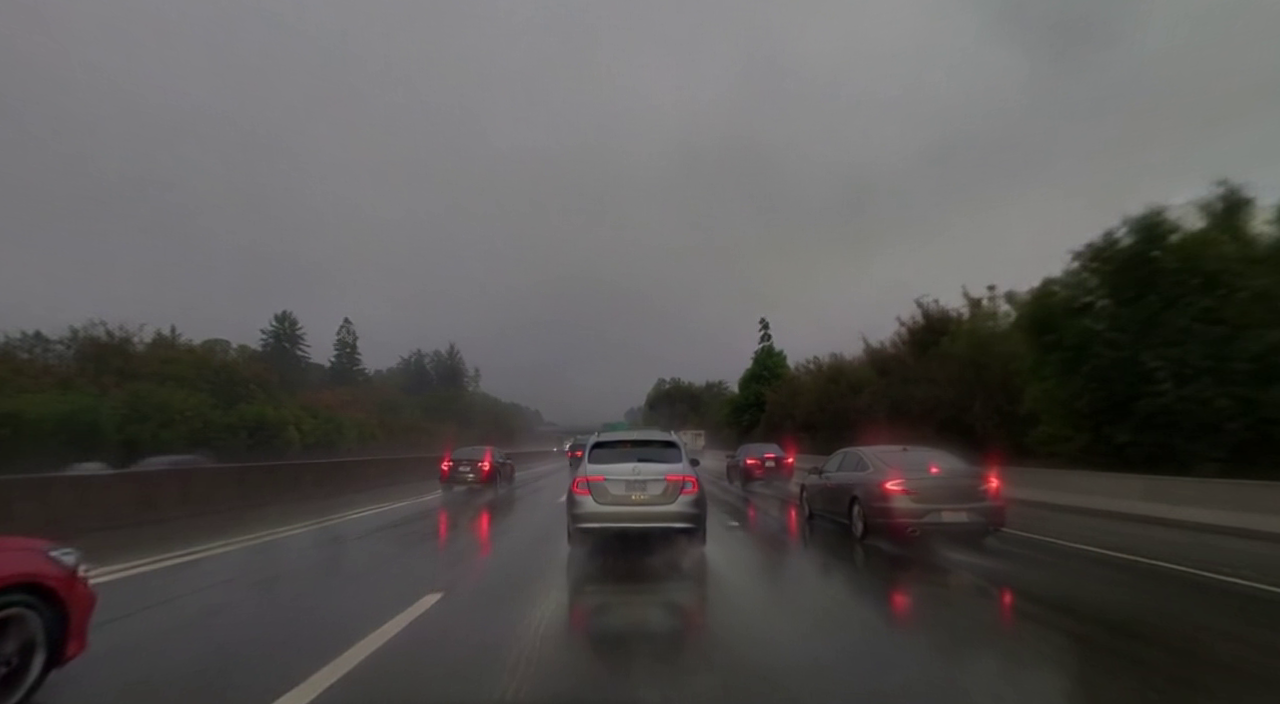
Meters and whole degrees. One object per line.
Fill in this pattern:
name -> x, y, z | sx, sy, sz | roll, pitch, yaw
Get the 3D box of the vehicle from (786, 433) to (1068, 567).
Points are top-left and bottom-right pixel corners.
vehicle -> 3.677, 1.976, 9.210 | 1.953, 1.434, 4.511 | 0, -9, -1

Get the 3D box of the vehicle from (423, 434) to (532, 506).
vehicle -> -4.251, 3.151, 17.148 | 1.890, 1.708, 3.844 | 0, -9, 0

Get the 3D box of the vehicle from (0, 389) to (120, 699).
vehicle -> -4.542, 0.812, 1.918 | 2.173, 1.660, 4.373 | 0, -9, -1

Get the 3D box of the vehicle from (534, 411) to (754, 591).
vehicle -> -0.011, 1.715, 7.987 | 2.093, 1.695, 3.782 | 0, -9, -2
